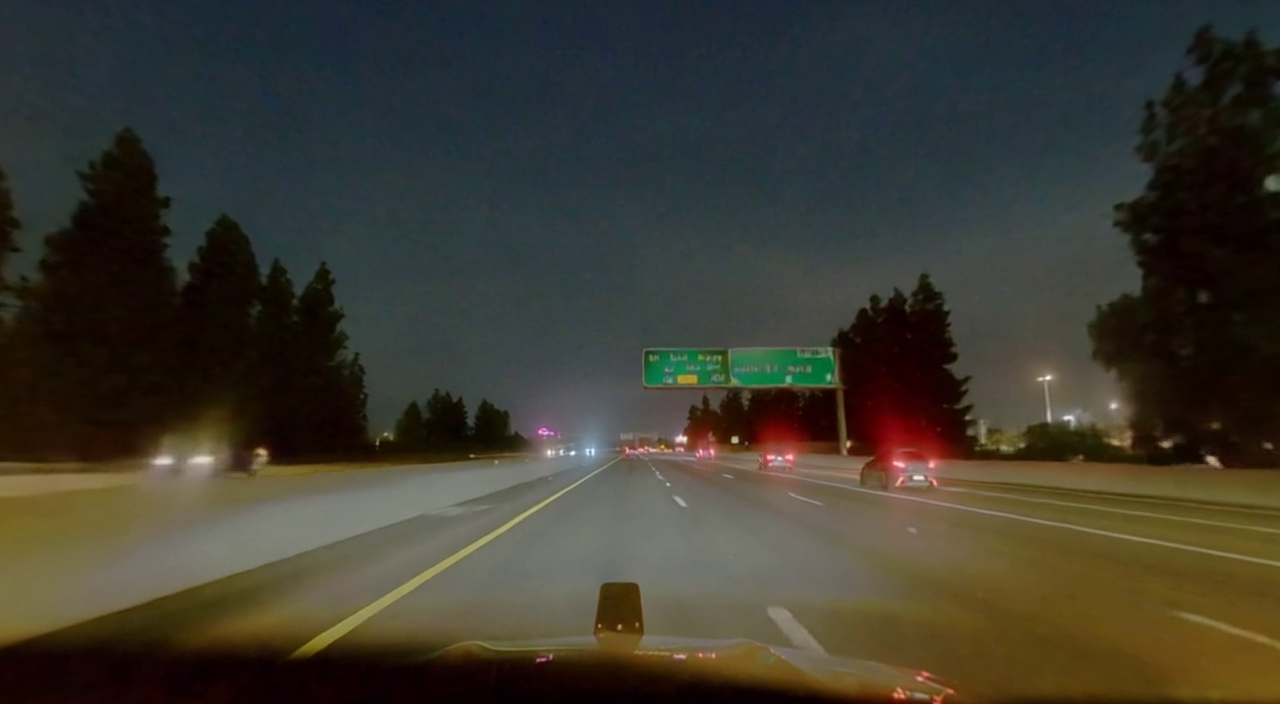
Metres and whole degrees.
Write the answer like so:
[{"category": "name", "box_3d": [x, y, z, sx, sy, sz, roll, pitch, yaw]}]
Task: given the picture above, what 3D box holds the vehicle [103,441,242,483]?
[{"category": "vehicle", "box_3d": [-18.003, 4.232, 24.670, 1.822, 1.442, 4.664, 0, -9, 1]}]
